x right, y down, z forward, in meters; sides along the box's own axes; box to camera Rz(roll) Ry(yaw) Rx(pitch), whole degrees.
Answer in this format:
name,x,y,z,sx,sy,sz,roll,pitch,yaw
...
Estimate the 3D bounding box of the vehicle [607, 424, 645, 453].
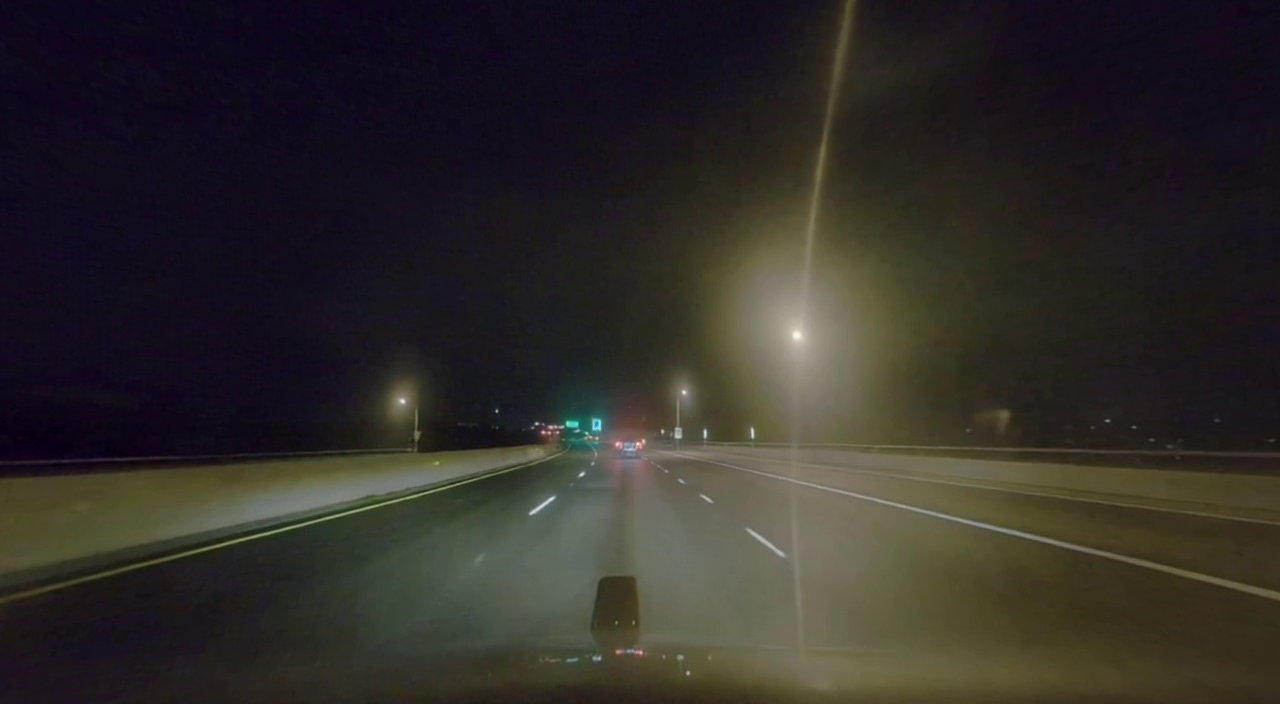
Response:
name,x,y,z,sx,sy,sz,roll,pitch,yaw
vehicle,-0.952,5.357,38.920,2.157,1.647,4.524,0,-8,-3
